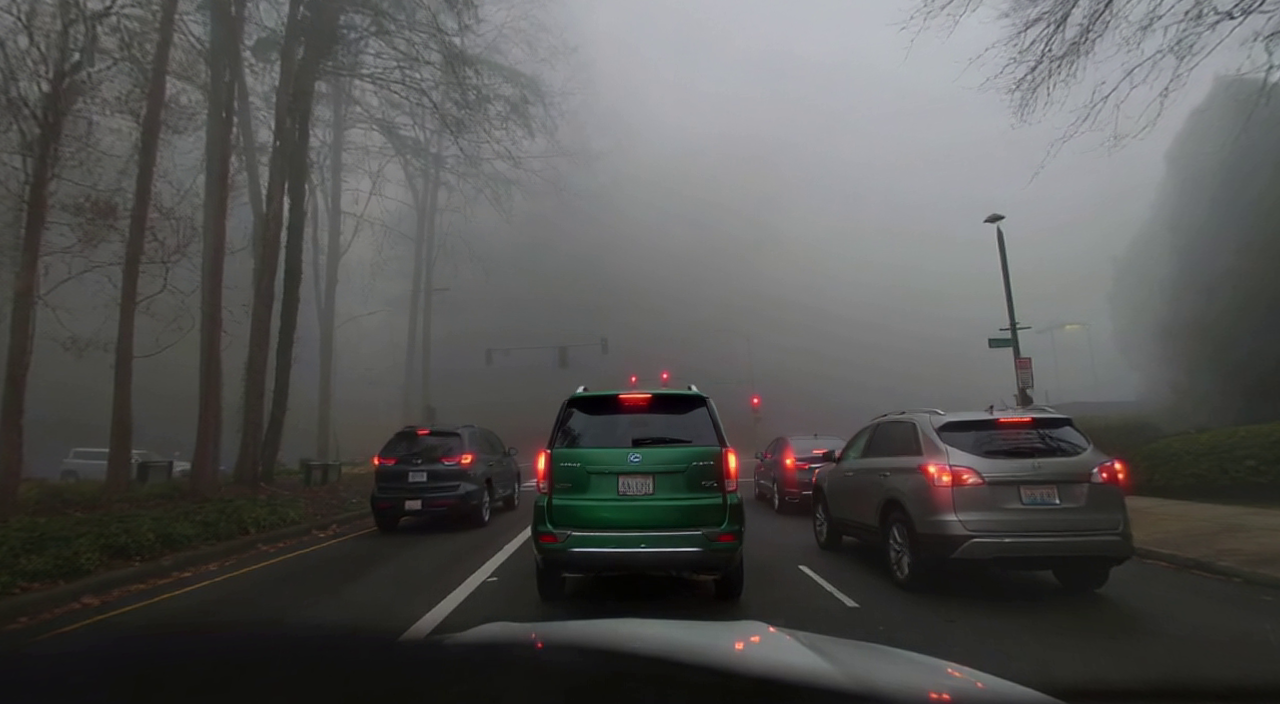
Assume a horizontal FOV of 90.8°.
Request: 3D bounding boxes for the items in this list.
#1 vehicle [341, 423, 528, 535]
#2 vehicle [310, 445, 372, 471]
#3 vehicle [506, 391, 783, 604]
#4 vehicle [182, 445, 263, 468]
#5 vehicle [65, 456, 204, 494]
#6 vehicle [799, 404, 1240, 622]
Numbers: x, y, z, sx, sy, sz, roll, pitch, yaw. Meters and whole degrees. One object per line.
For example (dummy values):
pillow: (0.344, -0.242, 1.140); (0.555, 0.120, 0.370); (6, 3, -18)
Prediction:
vehicle: (-3.399, 2.176, 11.408); (1.961, 1.639, 4.064); (0, -9, 0)
vehicle: (-22.139, 7.832, 47.043); (1.993, 1.844, 5.316); (0, -9, 0)
vehicle: (0.020, 1.495, 7.263); (2.294, 1.761, 3.857); (0, -9, -1)
vehicle: (-29.998, 7.509, 45.454); (4.403, 1.532, 1.914); (0, -8, -3)
vehicle: (-22.291, 5.423, 28.200); (2.312, 1.443, 4.684); (0, -9, 1)
vehicle: (3.473, 1.560, 7.077); (2.202, 1.657, 4.298); (0, -9, -1)
